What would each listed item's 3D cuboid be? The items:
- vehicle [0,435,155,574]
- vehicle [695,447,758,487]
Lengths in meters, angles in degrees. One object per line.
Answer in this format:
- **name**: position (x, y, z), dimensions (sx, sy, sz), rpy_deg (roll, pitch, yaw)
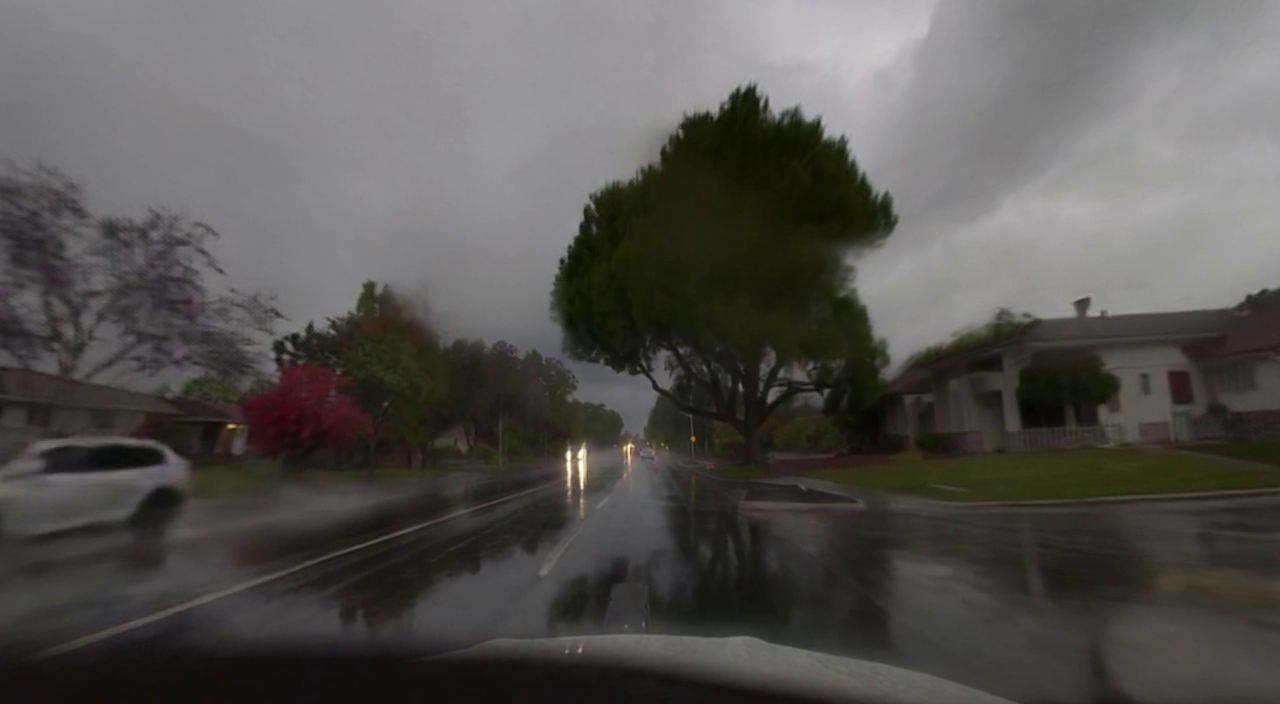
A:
- **vehicle**: position (-9.020, 1.944, 8.143), dimensions (1.981, 1.716, 4.315), rpy_deg (0, -9, 1)
- **vehicle**: position (3.555, 4.830, 26.873), dimensions (2.011, 1.507, 4.769), rpy_deg (0, -9, 0)
